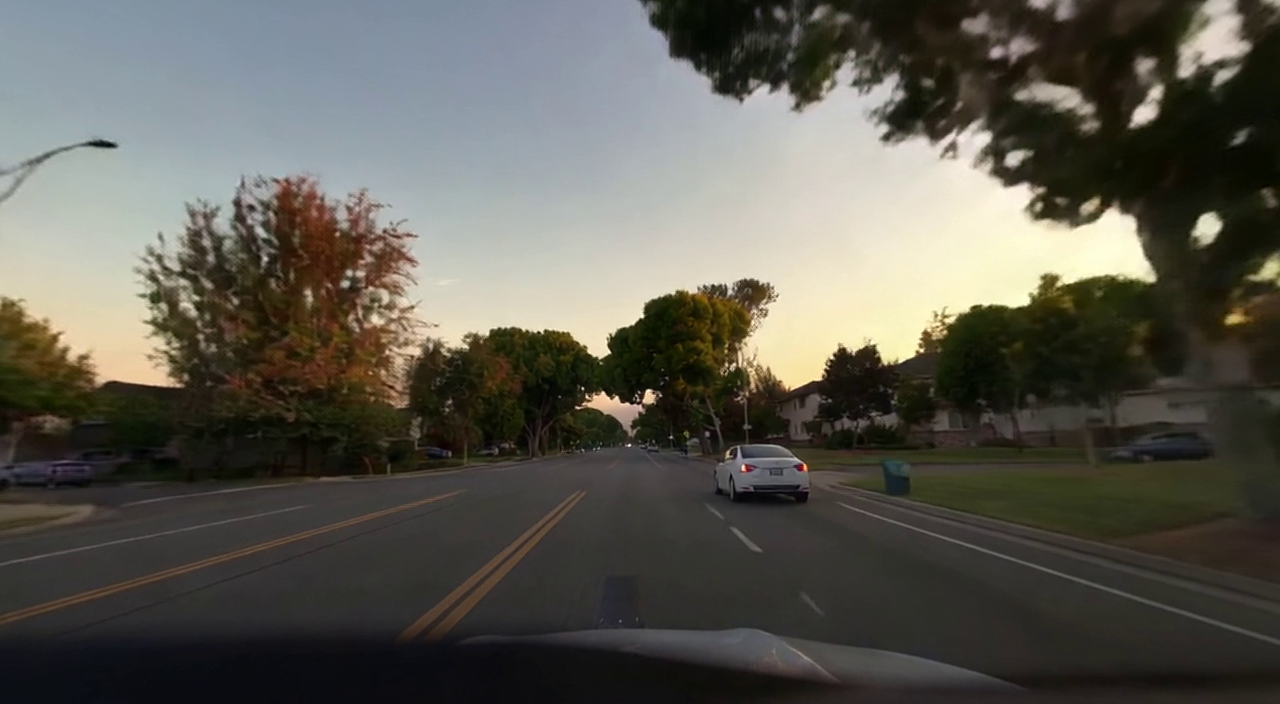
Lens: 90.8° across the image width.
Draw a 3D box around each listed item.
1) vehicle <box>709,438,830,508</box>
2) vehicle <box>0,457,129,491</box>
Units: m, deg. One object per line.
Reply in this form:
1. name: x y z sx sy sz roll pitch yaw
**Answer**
1. vehicle: 3.057 2.955 15.949 2.057 1.493 4.225 0 -8 -1
2. vehicle: -29.375 6.193 32.287 4.917 1.598 1.937 -1 -8 4
